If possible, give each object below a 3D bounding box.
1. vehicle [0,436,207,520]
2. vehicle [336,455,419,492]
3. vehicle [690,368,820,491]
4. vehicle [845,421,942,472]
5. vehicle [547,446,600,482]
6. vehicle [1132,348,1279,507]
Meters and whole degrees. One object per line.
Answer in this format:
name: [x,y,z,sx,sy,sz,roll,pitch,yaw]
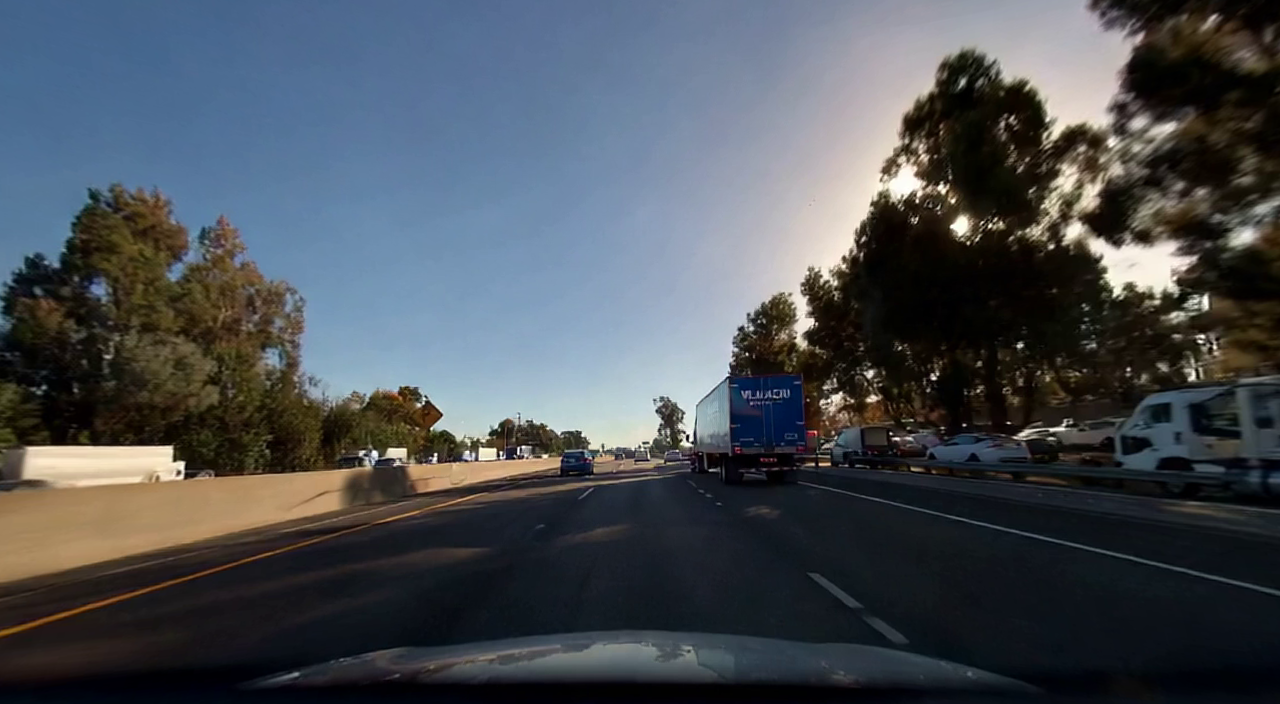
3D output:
vehicle: [-31.799,6.940,35.982,3.036,3.943,15.317,0,-9,1]
vehicle: [-12.203,5.644,29.651,1.986,1.545,4.488,0,-9,0]
vehicle: [4.390,3.658,28.195,2.847,4.075,14.244,0,-9,-1]
vehicle: [17.883,6.834,45.455,2.809,3.269,10.050,0,-9,0]
vehicle: [-3.181,5.453,30.969,2.107,1.626,4.804,0,-9,-1]
vehicle: [18.013,1.493,13.701,2.893,4.062,14.163,-3,-9,-1]
